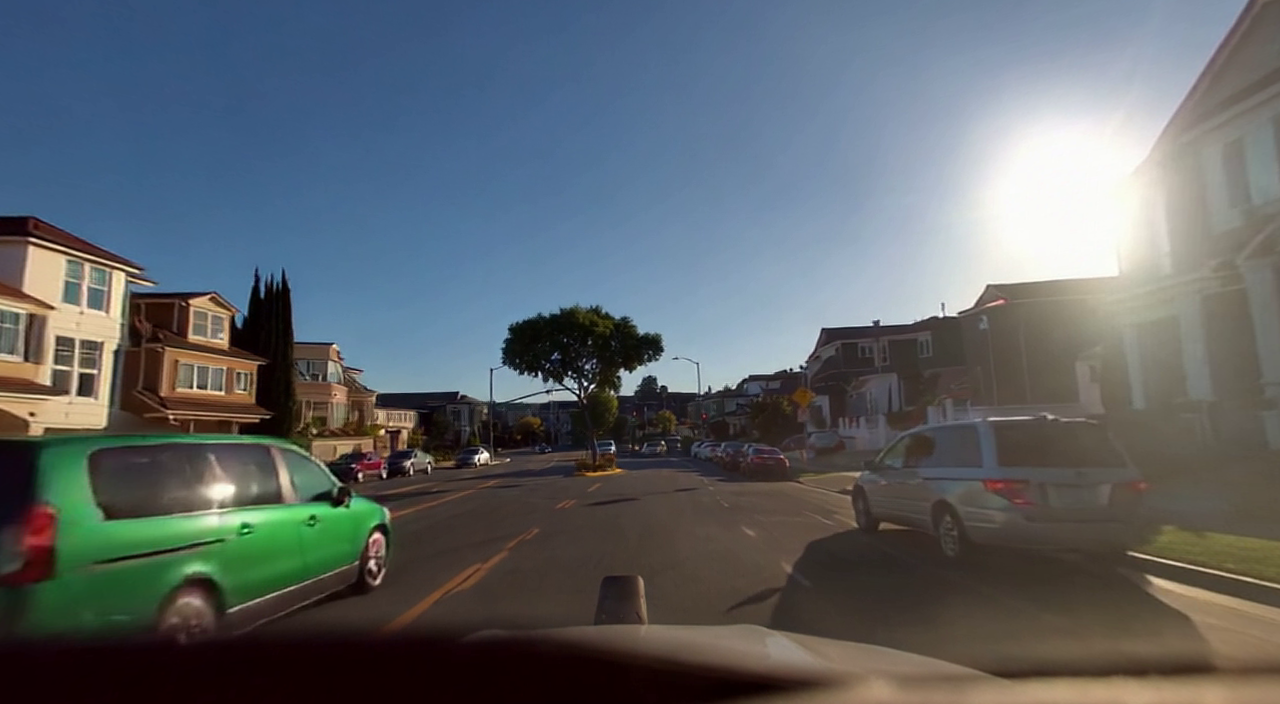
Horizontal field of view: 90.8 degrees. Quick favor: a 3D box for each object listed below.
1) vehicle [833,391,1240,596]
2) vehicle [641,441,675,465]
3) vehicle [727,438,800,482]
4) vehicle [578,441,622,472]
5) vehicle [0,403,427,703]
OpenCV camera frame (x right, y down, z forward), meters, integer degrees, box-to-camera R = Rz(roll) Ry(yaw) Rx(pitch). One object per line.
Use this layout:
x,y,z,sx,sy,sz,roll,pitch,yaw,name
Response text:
4.176,1.573,7.851,2.069,1.780,4.480,0,-8,-1,vehicle
1.166,6.685,41.827,2.081,1.475,4.361,0,-8,1,vehicle
4.549,4.052,23.910,1.964,1.485,4.454,0,-8,1,vehicle
-2.042,5.530,33.729,1.986,1.508,4.261,-1,-8,1,vehicle
-3.328,1.255,4.337,2.069,1.510,4.325,-1,-8,2,vehicle
